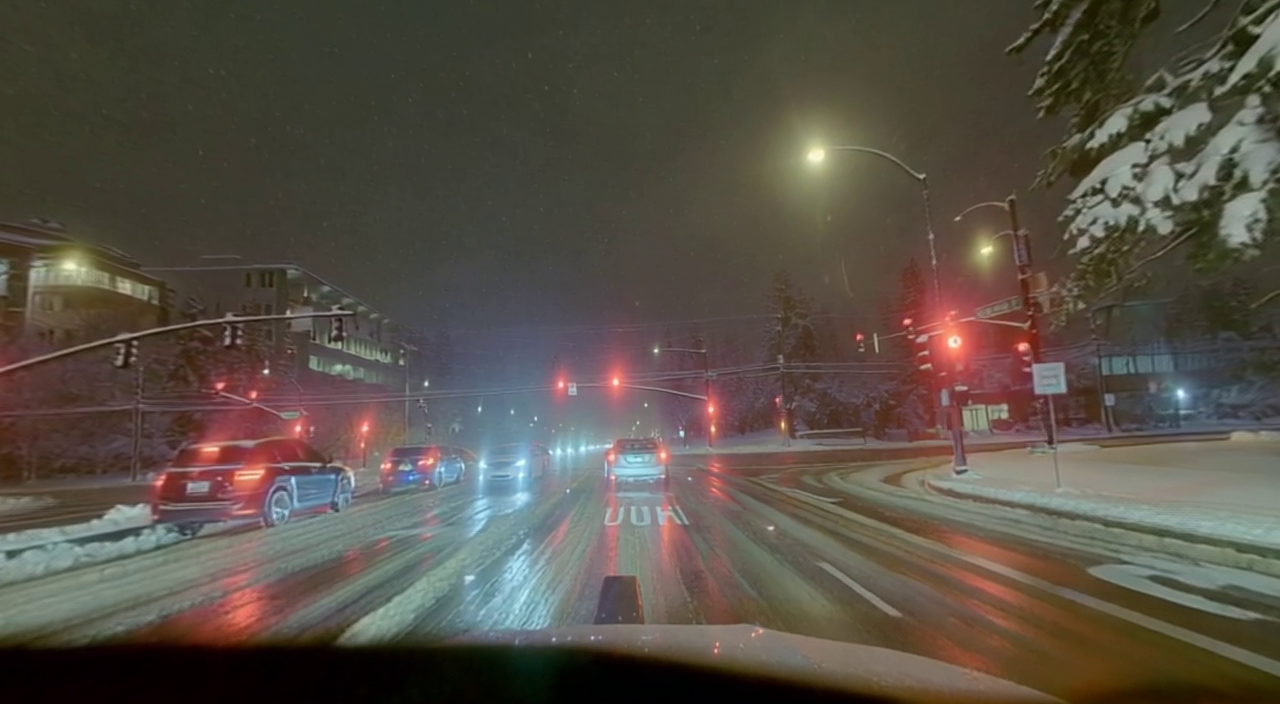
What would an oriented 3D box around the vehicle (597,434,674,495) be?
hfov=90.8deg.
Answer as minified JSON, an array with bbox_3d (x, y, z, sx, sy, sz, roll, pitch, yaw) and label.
[{"bbox_3d":[-0.128,3.180,18.231,1.985,1.521,3.968,0,-8,0],"label":"vehicle"}]

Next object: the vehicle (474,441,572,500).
[{"bbox_3d":[-3.153,3.267,17.900,1.946,1.437,4.154,0,-8,1],"label":"vehicle"}]

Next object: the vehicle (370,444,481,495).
[{"bbox_3d":[-6.761,3.733,20.476,2.074,1.447,4.224,0,-8,1],"label":"vehicle"}]

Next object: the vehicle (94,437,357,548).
[{"bbox_3d":[-6.876,2.325,11.160,1.869,1.570,4.064,0,-8,0],"label":"vehicle"}]
